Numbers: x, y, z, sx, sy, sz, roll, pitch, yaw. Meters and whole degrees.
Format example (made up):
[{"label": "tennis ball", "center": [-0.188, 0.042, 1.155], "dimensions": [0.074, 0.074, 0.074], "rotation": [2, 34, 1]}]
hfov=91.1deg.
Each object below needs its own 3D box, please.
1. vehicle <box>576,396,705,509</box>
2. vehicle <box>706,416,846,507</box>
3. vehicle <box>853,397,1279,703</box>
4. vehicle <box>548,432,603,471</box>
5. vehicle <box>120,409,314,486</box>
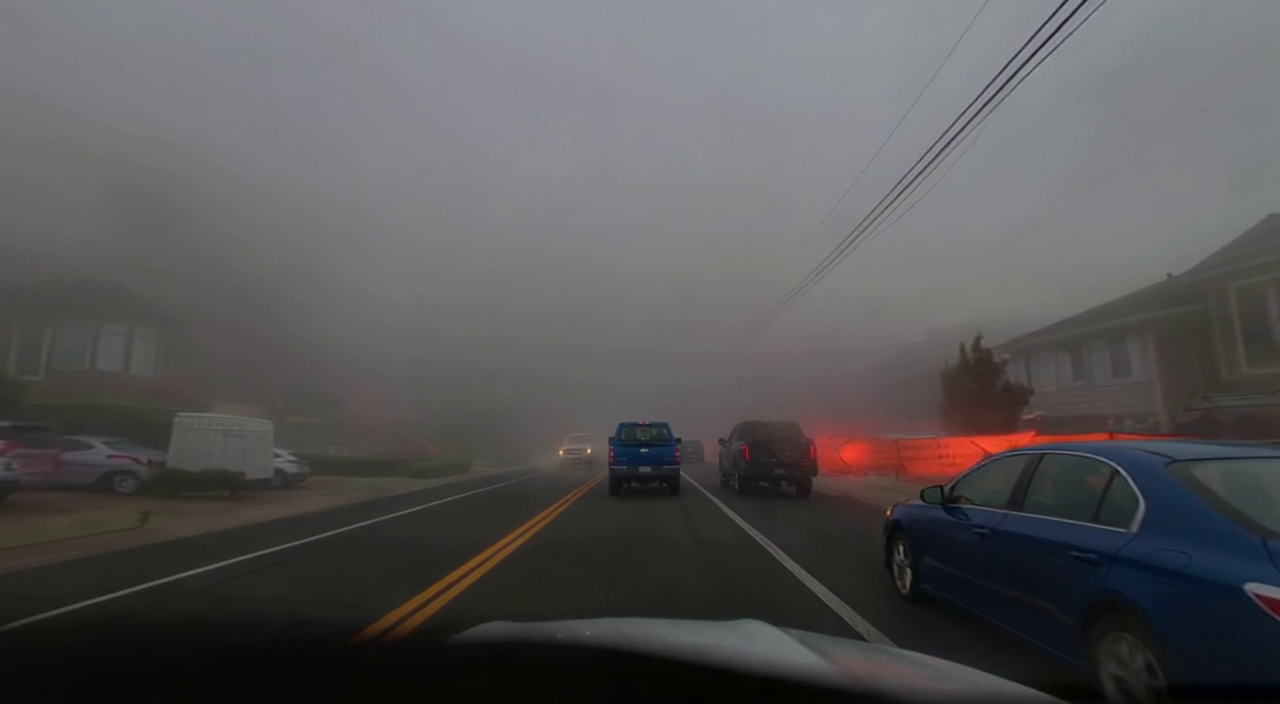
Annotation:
[{"label": "vehicle", "center": [0.059, 2.621, 16.697], "dimensions": [2.751, 2.361, 6.347], "rotation": [1, -9, 1]}, {"label": "vehicle", "center": [3.295, 2.835, 16.761], "dimensions": [2.486, 1.993, 5.667], "rotation": [0, -8, 0]}, {"label": "vehicle", "center": [3.072, 1.165, 3.780], "dimensions": [2.010, 1.499, 4.481], "rotation": [0, -8, 0]}, {"label": "vehicle", "center": [-3.500, 5.585, 35.324], "dimensions": [2.306, 2.005, 5.773], "rotation": [0, -8, 2]}, {"label": "vehicle", "center": [-13.390, 3.104, 20.522], "dimensions": [2.475, 2.157, 5.567], "rotation": [0, -8, -1]}]
